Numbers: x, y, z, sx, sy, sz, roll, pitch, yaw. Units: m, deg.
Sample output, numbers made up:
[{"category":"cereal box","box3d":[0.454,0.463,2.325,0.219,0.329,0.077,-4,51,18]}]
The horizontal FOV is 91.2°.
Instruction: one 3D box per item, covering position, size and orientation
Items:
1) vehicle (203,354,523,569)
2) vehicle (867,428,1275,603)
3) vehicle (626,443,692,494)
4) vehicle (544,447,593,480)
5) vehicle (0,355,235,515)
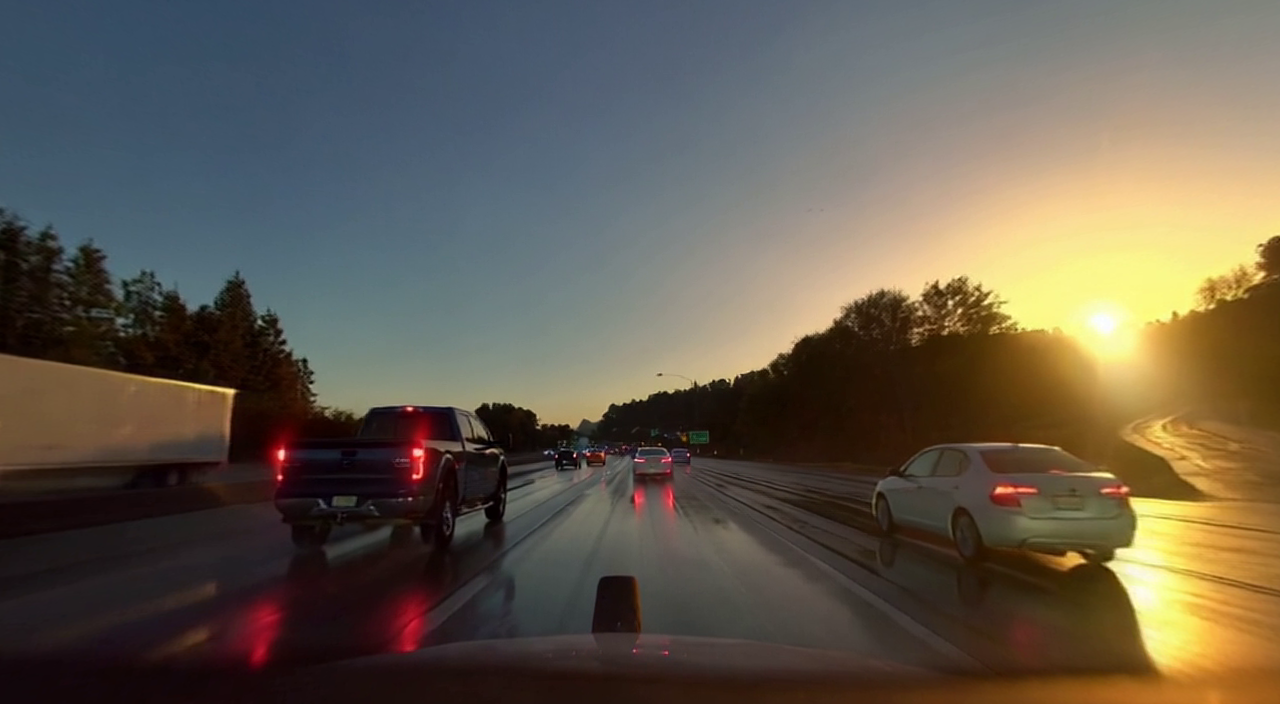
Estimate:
[{"category":"vehicle","box3d":[-3.743,1.714,10.307,2.523,2.458,6.022,0,-9,0]},{"category":"vehicle","box3d":[4.505,1.736,7.533,1.961,1.491,4.035,0,-9,-1]},{"category":"vehicle","box3d":[0.564,3.946,21.571,2.015,1.526,4.286,0,-9,-1]},{"category":"vehicle","box3d":[-3.544,5.596,31.783,1.940,1.502,4.463,0,-9,0]},{"category":"vehicle","box3d":[-17.694,2.362,17.450,2.916,4.023,14.198,-1,-9,2]}]
